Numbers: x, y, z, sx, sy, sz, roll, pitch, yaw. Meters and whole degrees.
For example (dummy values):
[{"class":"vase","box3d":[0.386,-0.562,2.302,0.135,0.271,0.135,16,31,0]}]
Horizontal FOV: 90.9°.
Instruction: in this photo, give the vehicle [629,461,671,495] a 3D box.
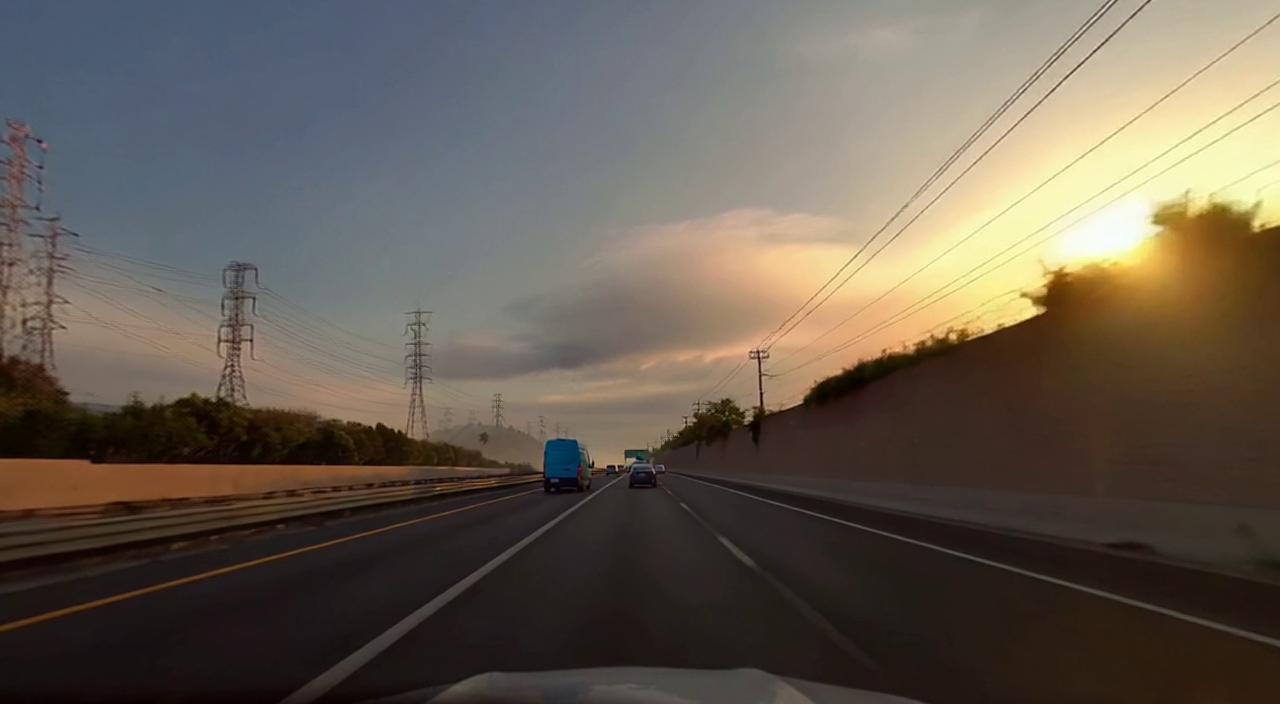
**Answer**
[{"class":"vehicle","box3d":[0.460,6.356,31.831,2.006,1.554,3.863,1,-10,0]}]

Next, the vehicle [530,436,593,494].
[{"class":"vehicle","box3d":[-3.878,5.871,32.571,2.394,2.609,6.875,1,-11,0]}]
